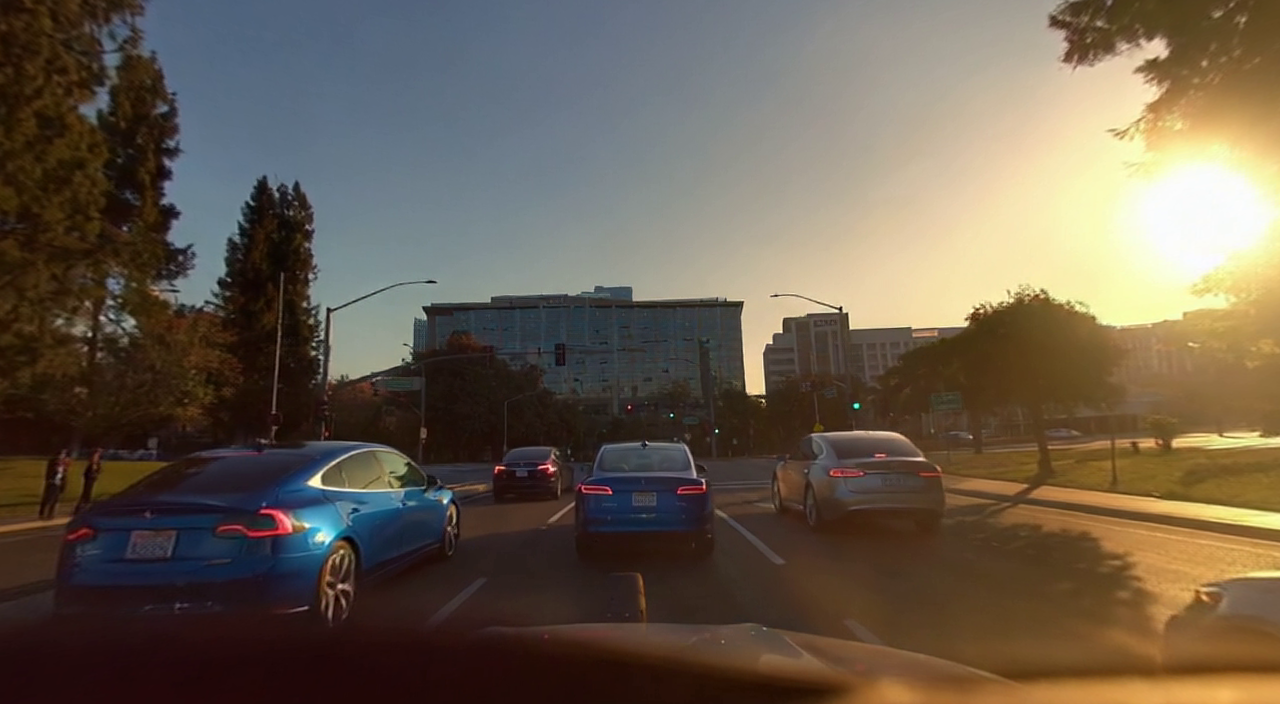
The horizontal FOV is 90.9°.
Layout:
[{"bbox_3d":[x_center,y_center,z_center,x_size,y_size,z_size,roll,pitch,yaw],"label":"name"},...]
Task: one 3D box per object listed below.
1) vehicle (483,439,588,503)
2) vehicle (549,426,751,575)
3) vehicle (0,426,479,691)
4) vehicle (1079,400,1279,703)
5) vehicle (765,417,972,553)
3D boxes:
[{"bbox_3d":[-2.739,3.224,17.524,2.089,1.537,4.073,-1,-9,2],"label":"vehicle"},{"bbox_3d":[0.104,1.899,8.881,2.144,1.563,4.218,0,-8,0],"label":"vehicle"},{"bbox_3d":[-3.101,1.509,5.852,2.015,1.478,4.407,0,-8,0],"label":"vehicle"},{"bbox_3d":[3.306,0.739,0.957,1.951,1.522,4.614,0,-9,0],"label":"vehicle"},{"bbox_3d":[3.441,2.075,10.441,1.938,1.732,4.006,2,-9,0],"label":"vehicle"}]
